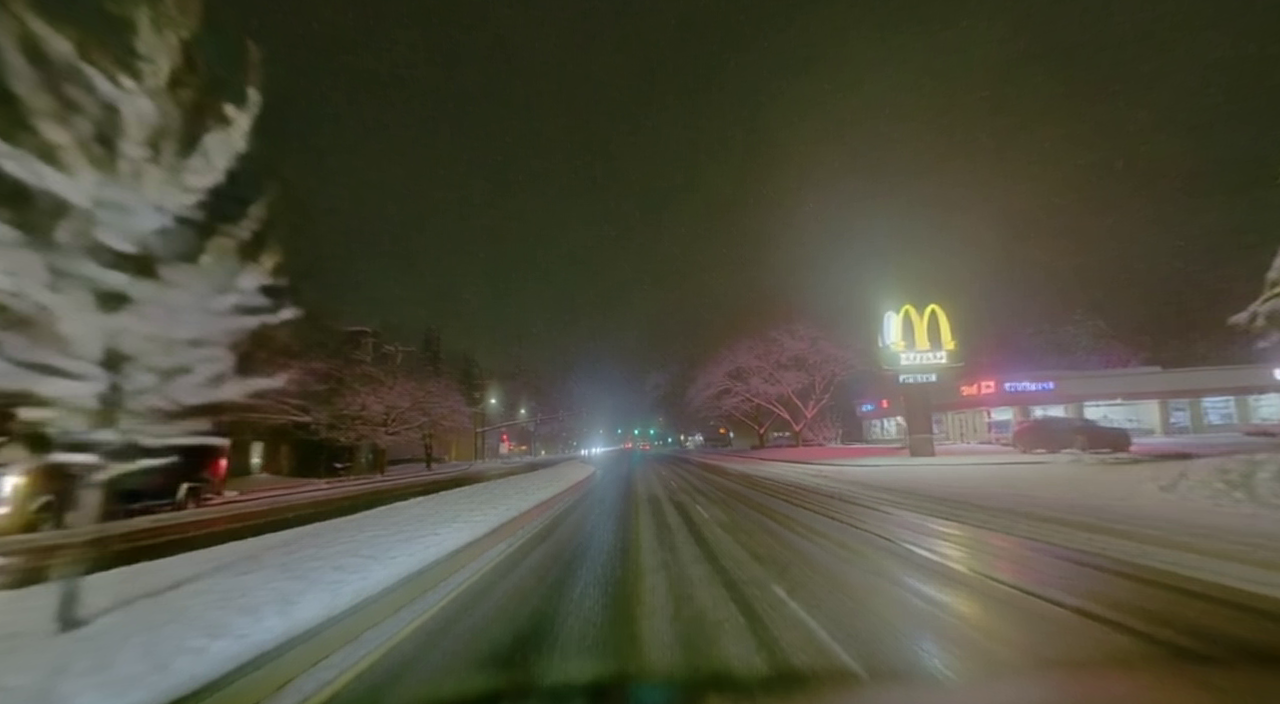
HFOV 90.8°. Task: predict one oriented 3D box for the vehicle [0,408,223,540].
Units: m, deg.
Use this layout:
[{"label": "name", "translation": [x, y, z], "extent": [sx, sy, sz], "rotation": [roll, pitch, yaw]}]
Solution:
[{"label": "vehicle", "translation": [-19.512, 4.127, 22.467], "extent": [2.966, 3.698, 9.217], "rotation": [0, -9, 0]}]
